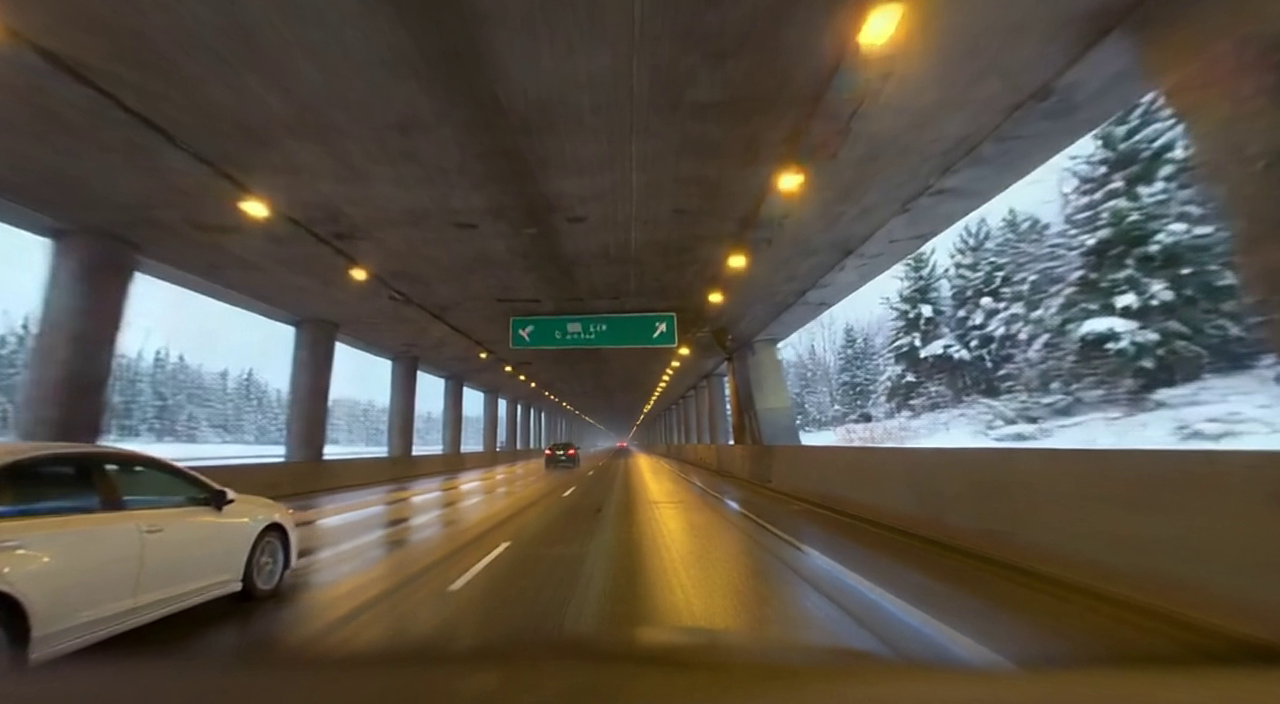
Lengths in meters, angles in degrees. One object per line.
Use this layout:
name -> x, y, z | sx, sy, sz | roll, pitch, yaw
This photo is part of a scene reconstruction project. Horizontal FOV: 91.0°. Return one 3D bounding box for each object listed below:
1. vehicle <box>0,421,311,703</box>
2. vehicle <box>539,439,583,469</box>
vehicle -> -3.955, 1.144, 3.570 | 1.885, 1.424, 4.230 | -1, -8, 0
vehicle -> -4.272, 5.585, 34.753 | 1.973, 1.474, 4.199 | -1, -8, -1
